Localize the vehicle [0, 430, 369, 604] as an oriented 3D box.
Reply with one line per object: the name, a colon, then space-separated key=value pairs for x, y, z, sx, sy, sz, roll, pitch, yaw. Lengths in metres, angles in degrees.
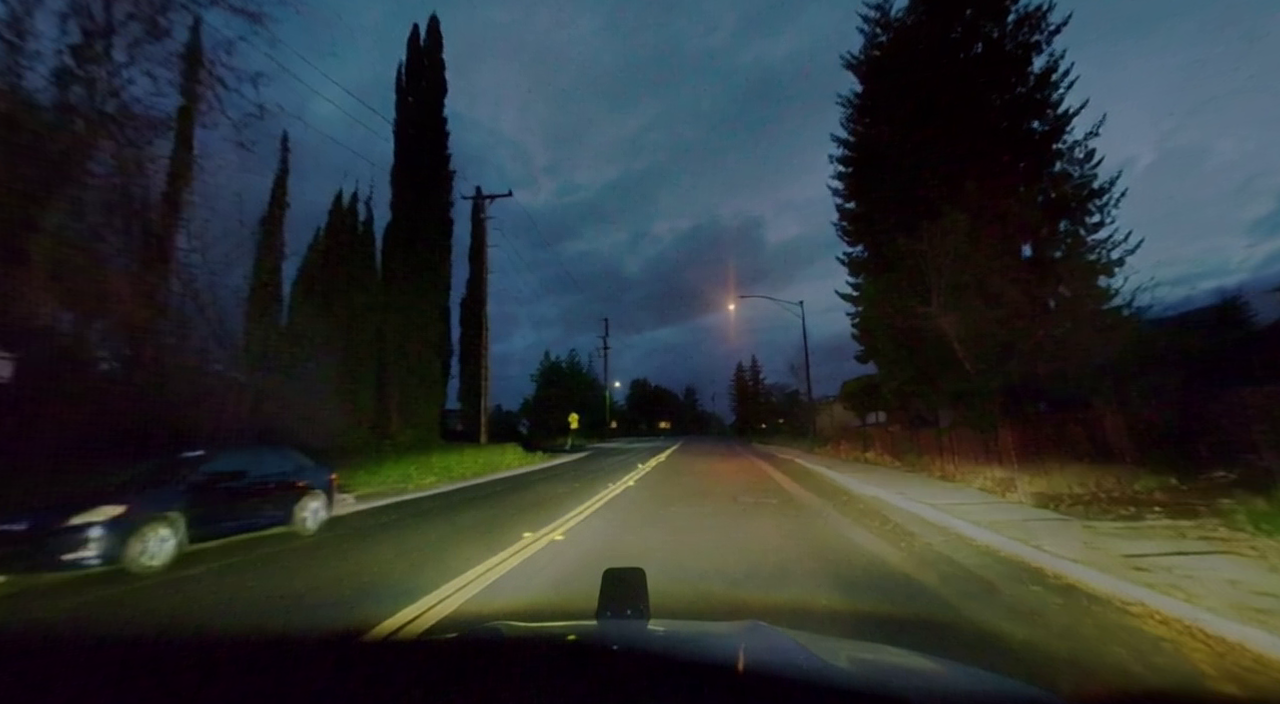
vehicle: x=-6.077 y=1.931 z=8.609 sx=2.032 sy=1.595 sz=5.289 roll=-1 pitch=-8 yaw=5
